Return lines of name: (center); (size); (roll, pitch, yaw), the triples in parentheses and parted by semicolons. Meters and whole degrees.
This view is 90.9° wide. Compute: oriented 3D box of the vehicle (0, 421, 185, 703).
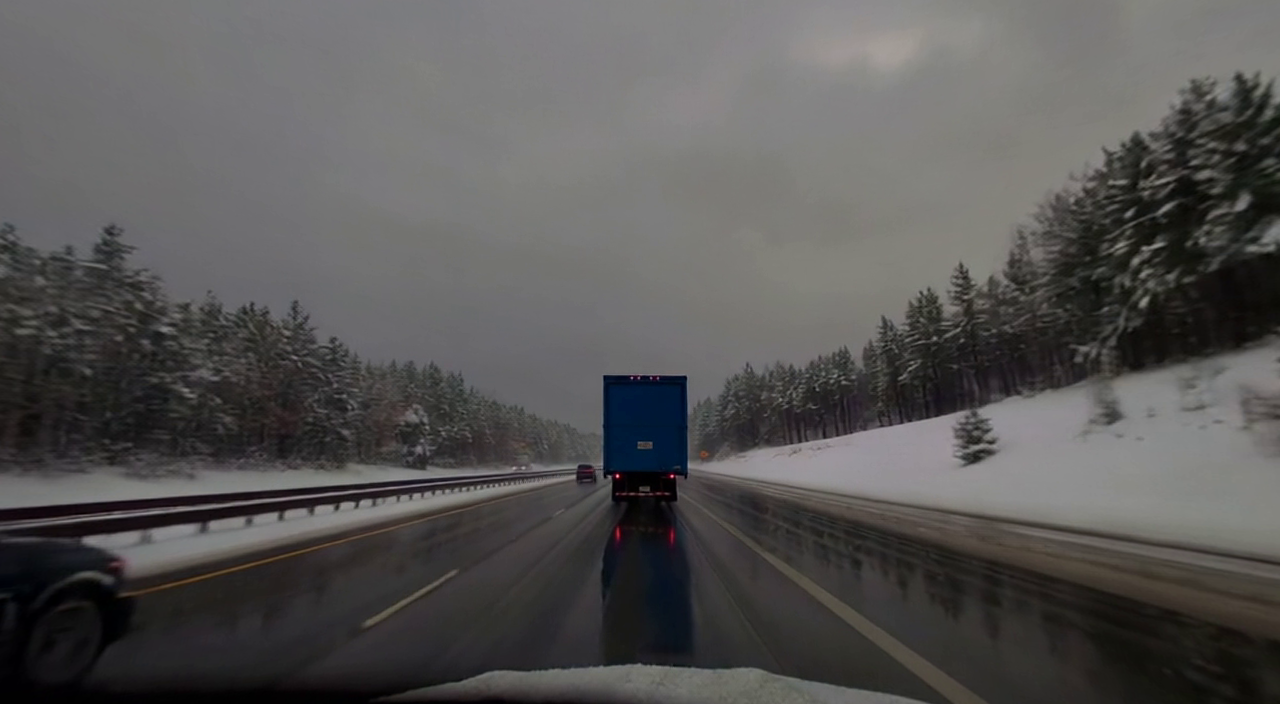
vehicle: (-4.177, 0.861, 1.828); (2.079, 1.506, 4.821); (1, -10, 0)

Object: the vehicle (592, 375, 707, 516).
vehicle: (0.127, 3.300, 21.367); (3.008, 3.678, 9.512); (1, -10, -2)
